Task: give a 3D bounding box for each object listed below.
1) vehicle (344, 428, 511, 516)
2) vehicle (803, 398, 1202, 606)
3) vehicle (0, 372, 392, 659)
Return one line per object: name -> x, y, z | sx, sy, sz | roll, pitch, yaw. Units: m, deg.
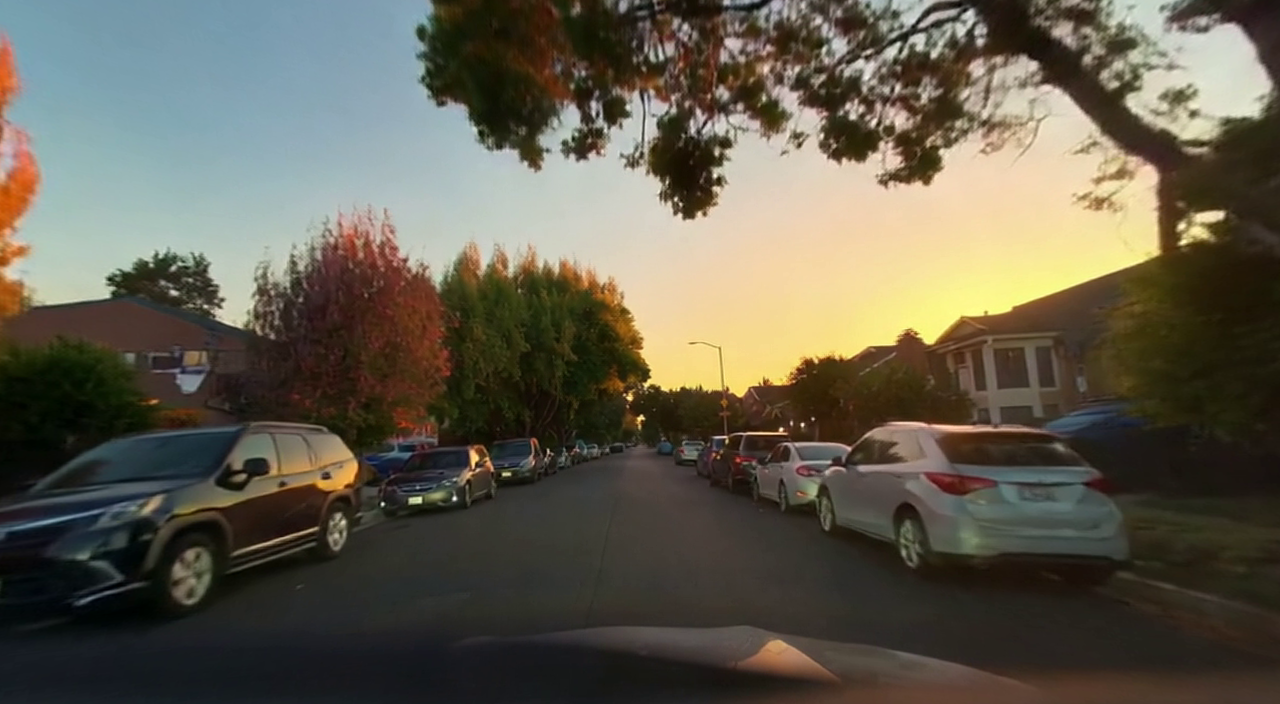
vehicle -> -5.251, 3.056, 16.740 | 2.683, 1.923, 5.421 | 0, -8, -2
vehicle -> 3.611, 1.585, 7.637 | 1.994, 1.710, 4.699 | 0, -8, 0
vehicle -> -5.176, 1.593, 7.443 | 2.390, 2.123, 5.371 | 0, -8, -1
